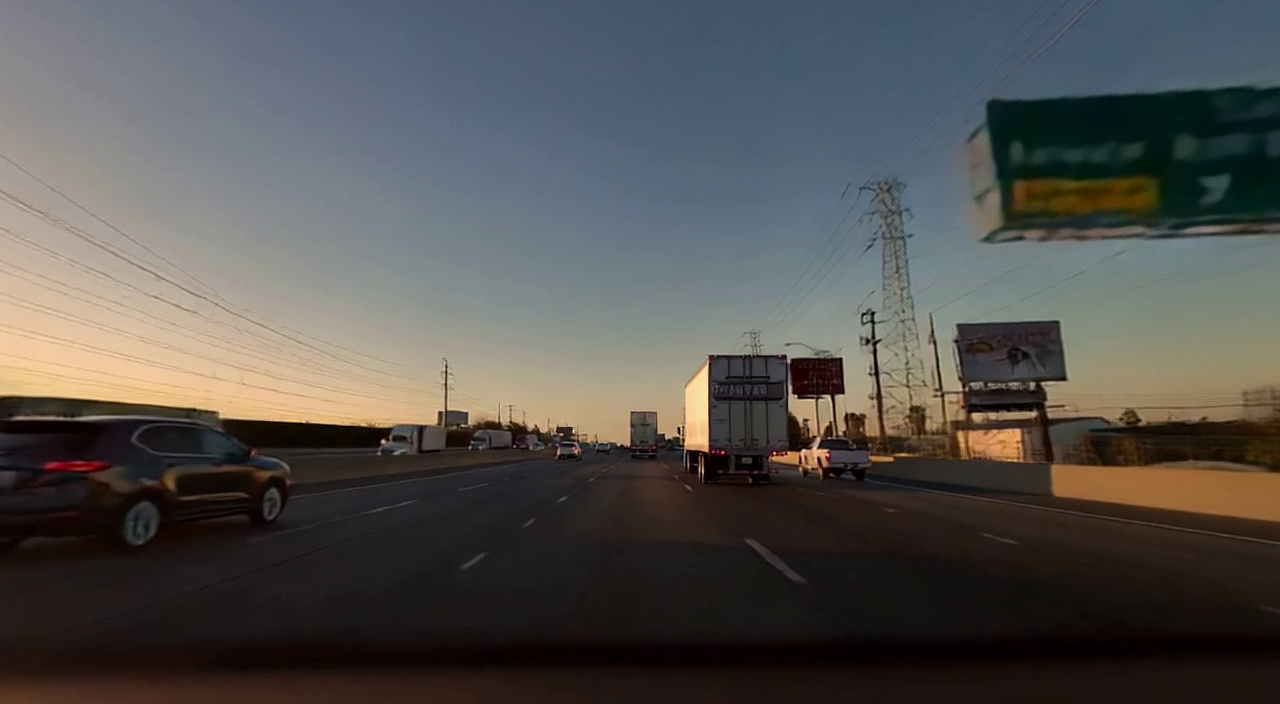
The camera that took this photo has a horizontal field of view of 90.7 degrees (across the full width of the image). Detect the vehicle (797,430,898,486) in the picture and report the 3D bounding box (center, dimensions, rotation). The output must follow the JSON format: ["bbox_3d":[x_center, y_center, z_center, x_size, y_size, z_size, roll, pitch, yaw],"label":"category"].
[{"bbox_3d":[7.490,3.877,23.441,2.115,1.844,4.522,0,-9,-1],"label":"vehicle"}]

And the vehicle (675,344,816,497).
[{"bbox_3d":[3.305,3.086,25.564,2.892,4.152,16.575,0,-9,0],"label":"vehicle"}]

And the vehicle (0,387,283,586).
[{"bbox_3d":[-7.008,1.606,8.188,2.004,1.846,4.739,0,-9,-1],"label":"vehicle"}]
